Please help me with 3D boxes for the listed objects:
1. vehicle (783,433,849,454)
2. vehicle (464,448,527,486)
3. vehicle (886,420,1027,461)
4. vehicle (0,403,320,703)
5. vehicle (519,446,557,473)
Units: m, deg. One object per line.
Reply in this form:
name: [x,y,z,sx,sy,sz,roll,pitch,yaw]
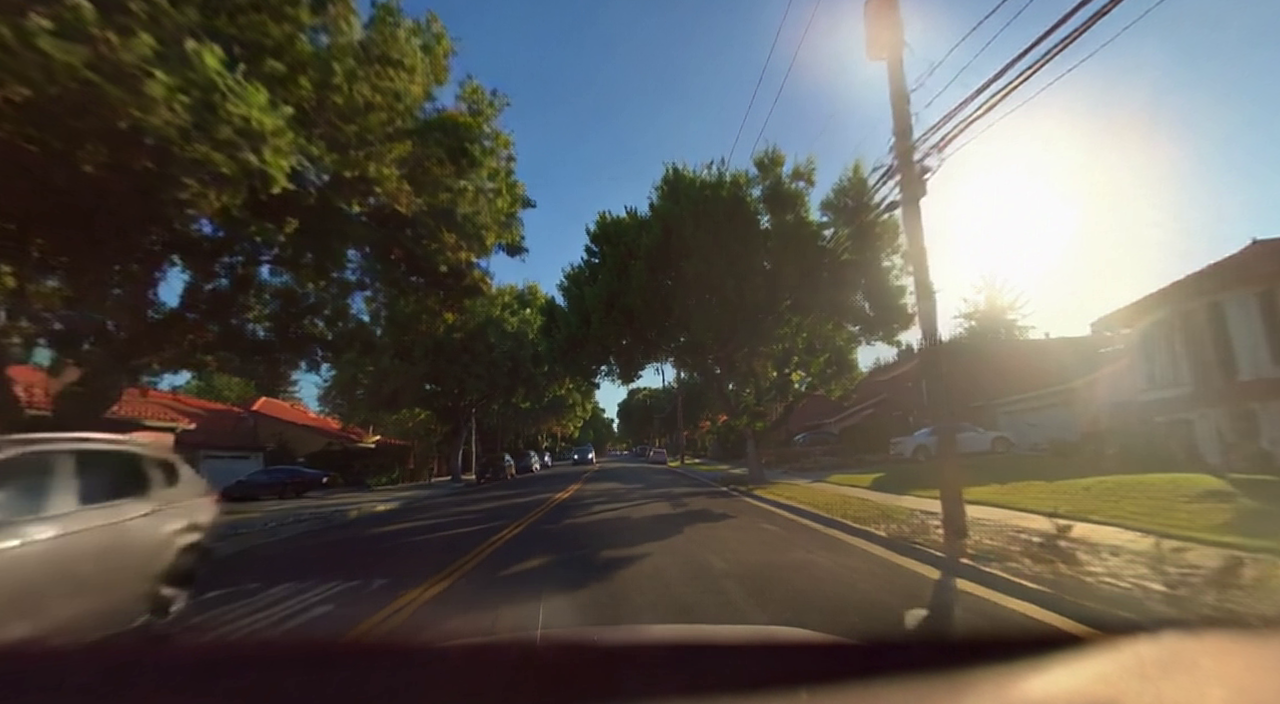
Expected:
vehicle: [12.624,6.634,45.563,4.370,1.433,1.889,-1,-9,12]
vehicle: [-6.843,5.471,30.369,2.031,1.662,4.194,0,-9,-1]
vehicle: [12.144,3.457,24.555,4.389,1.480,2.038,-2,-9,9]
vehicle: [-4.128,1.223,3.846,1.973,1.683,4.400,0,-9,1]
vehicle: [-7.145,7.574,44.701,2.033,1.721,4.328,0,-9,-1]
